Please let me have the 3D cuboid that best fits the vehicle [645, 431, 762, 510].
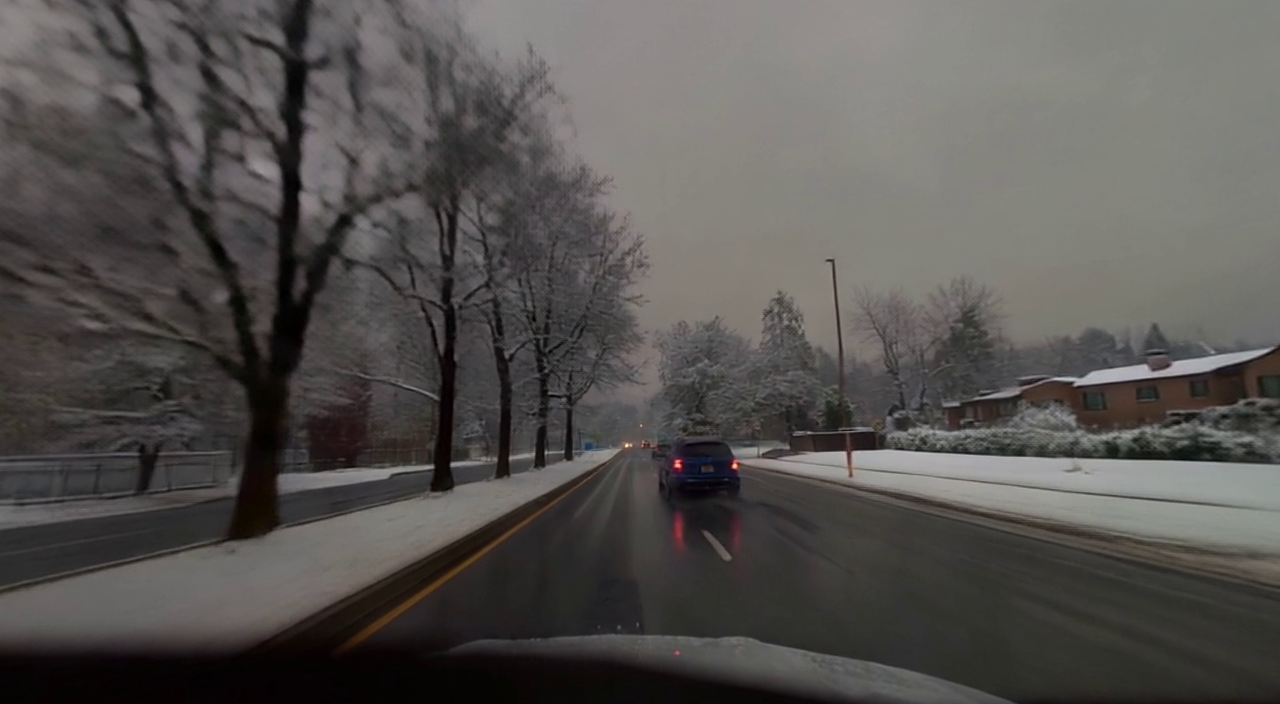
[{"bbox_3d":[1.317,2.766,15.263,2.066,1.603,4.475,0,-9,-4],"label":"vehicle"}]
